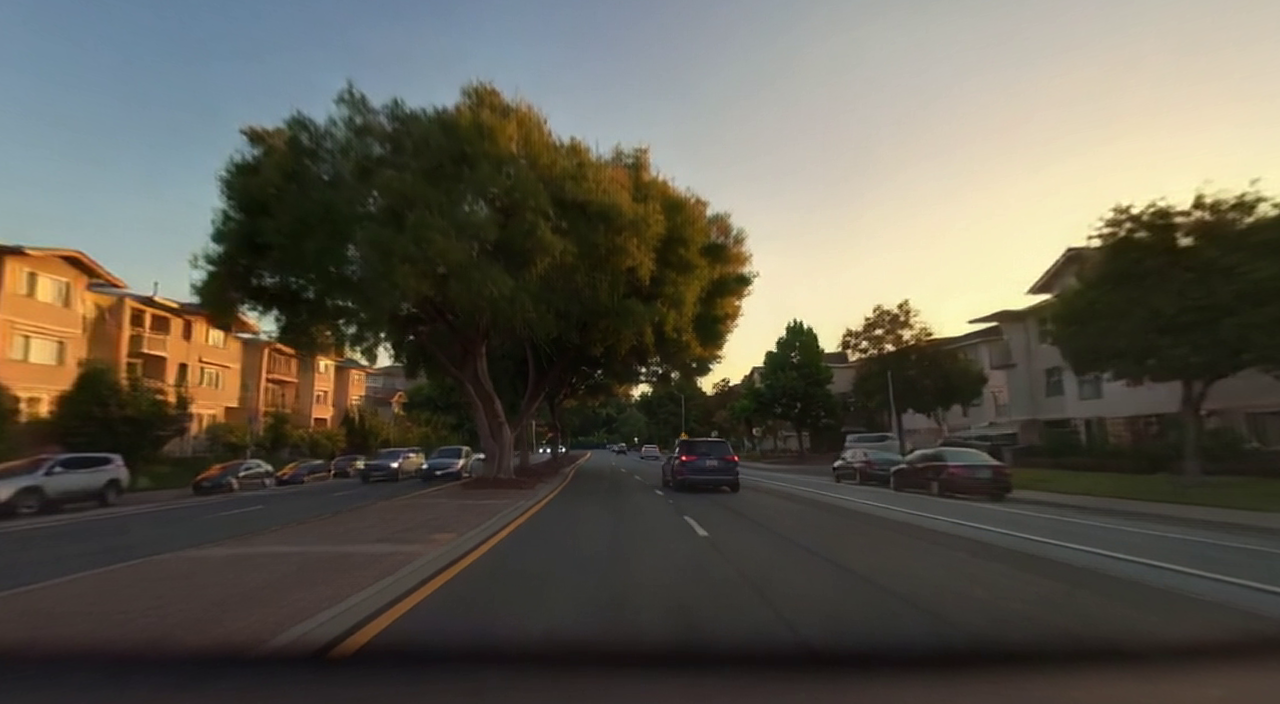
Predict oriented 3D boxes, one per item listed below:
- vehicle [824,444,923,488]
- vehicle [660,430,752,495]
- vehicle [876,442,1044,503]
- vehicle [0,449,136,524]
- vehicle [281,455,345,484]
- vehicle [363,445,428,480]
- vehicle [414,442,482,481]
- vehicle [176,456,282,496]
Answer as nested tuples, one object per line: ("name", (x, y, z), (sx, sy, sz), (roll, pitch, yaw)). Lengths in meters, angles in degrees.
("vehicle", (8.633, 4.237, 23.867), (1.858, 1.489, 4.556), (0, -8, -2))
("vehicle", (1.906, 3.387, 19.744), (2.085, 1.763, 4.490), (0, -8, -4))
("vehicle", (8.945, 3.387, 18.329), (1.936, 1.485, 5.111), (0, -8, -4))
("vehicle", (-17.862, 3.855, 18.471), (2.182, 1.840, 5.105), (-2, -8, -2))
("vehicle", (-19.980, 7.142, 38.813), (1.999, 1.462, 4.516), (-1, -7, -7))
("vehicle", (-13.162, 5.948, 34.298), (1.925, 1.717, 4.389), (0, -8, -3))
("vehicle", (-9.024, 5.163, 30.047), (2.033, 1.685, 4.420), (0, -8, -3))
("vehicle", (-19.098, 5.761, 29.667), (1.979, 1.489, 4.902), (-1, -7, -4))
